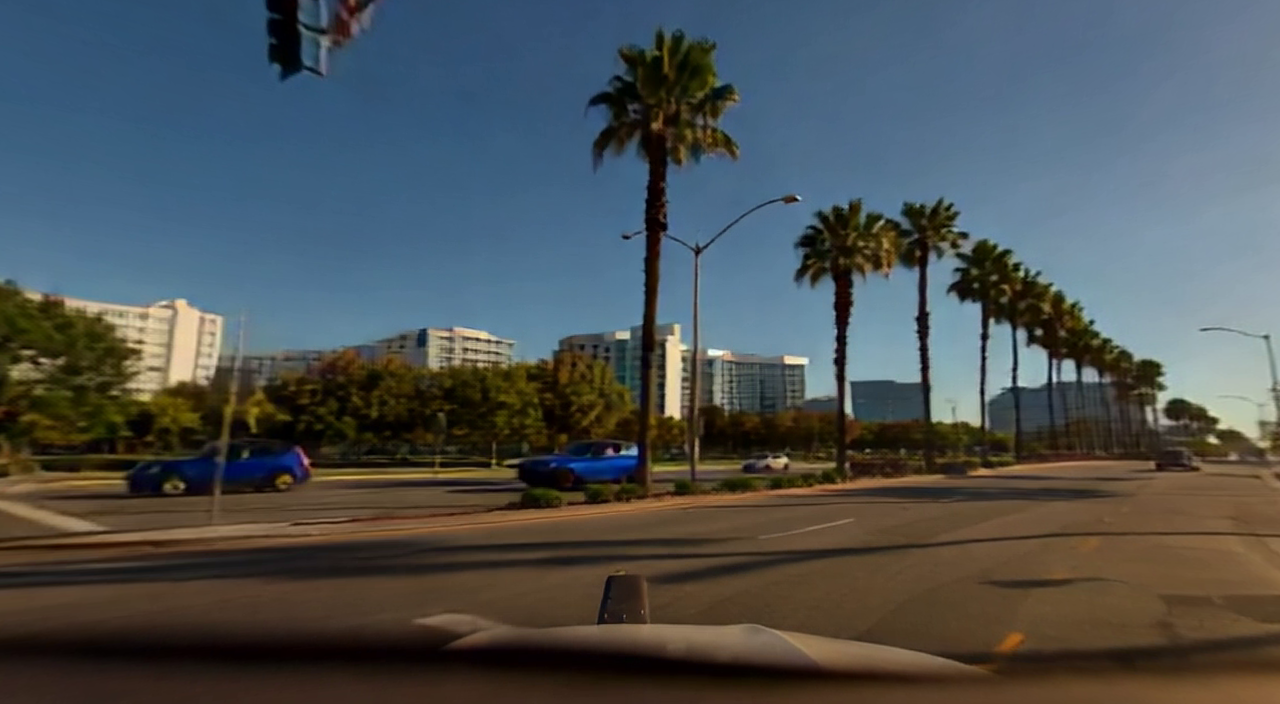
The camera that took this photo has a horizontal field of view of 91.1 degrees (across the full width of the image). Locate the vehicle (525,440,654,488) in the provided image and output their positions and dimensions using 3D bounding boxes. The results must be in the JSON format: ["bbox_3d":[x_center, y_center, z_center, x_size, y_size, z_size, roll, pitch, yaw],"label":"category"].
[{"bbox_3d":[-2.112,4.960,28.190,2.273,1.890,5.841,-8,-11,41],"label":"vehicle"}]

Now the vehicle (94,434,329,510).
[{"bbox_3d":[-11.527,3.185,17.229,2.050,1.751,4.820,-7,-11,39],"label":"vehicle"}]

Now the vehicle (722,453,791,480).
[{"bbox_3d":[7.268,7.002,38.726,1.915,1.490,4.763,-8,-12,42],"label":"vehicle"}]
